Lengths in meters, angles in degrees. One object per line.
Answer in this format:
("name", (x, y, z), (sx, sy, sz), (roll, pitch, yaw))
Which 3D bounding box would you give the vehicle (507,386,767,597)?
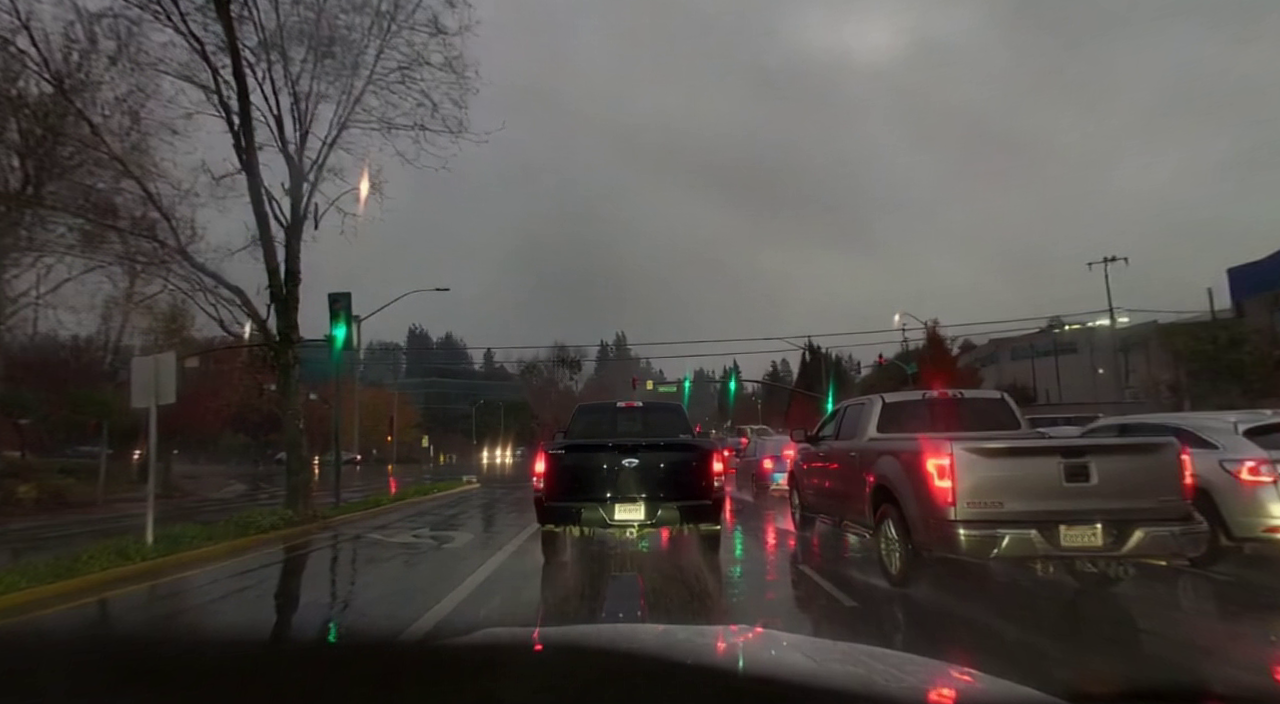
("vehicle", (-0.069, 1.579, 8.055), (2.240, 1.821, 5.001), (0, -9, -1))

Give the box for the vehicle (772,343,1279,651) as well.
("vehicle", (3.313, 1.330, 6.929), (2.412, 1.953, 5.682), (0, -9, -1))

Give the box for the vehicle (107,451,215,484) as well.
("vehicle", (-26.382, 6.332, 35.024), (4.437, 1.669, 1.936), (5, -10, -30))
